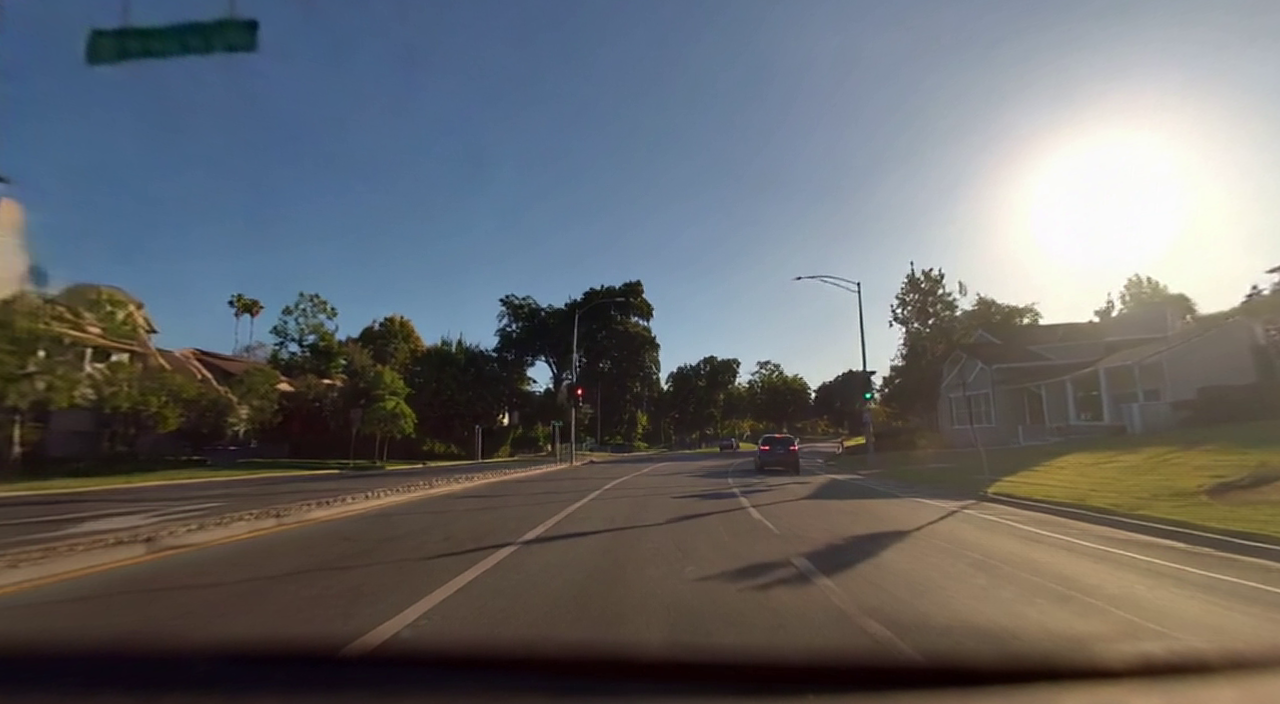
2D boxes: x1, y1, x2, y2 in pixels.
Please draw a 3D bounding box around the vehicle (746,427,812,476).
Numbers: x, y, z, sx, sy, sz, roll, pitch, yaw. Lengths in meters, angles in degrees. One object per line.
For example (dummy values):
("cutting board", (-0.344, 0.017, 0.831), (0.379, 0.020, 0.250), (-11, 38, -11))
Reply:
("vehicle", (5.730, 4.147, 26.526), (2.141, 1.833, 4.704), (-1, -8, 6))
